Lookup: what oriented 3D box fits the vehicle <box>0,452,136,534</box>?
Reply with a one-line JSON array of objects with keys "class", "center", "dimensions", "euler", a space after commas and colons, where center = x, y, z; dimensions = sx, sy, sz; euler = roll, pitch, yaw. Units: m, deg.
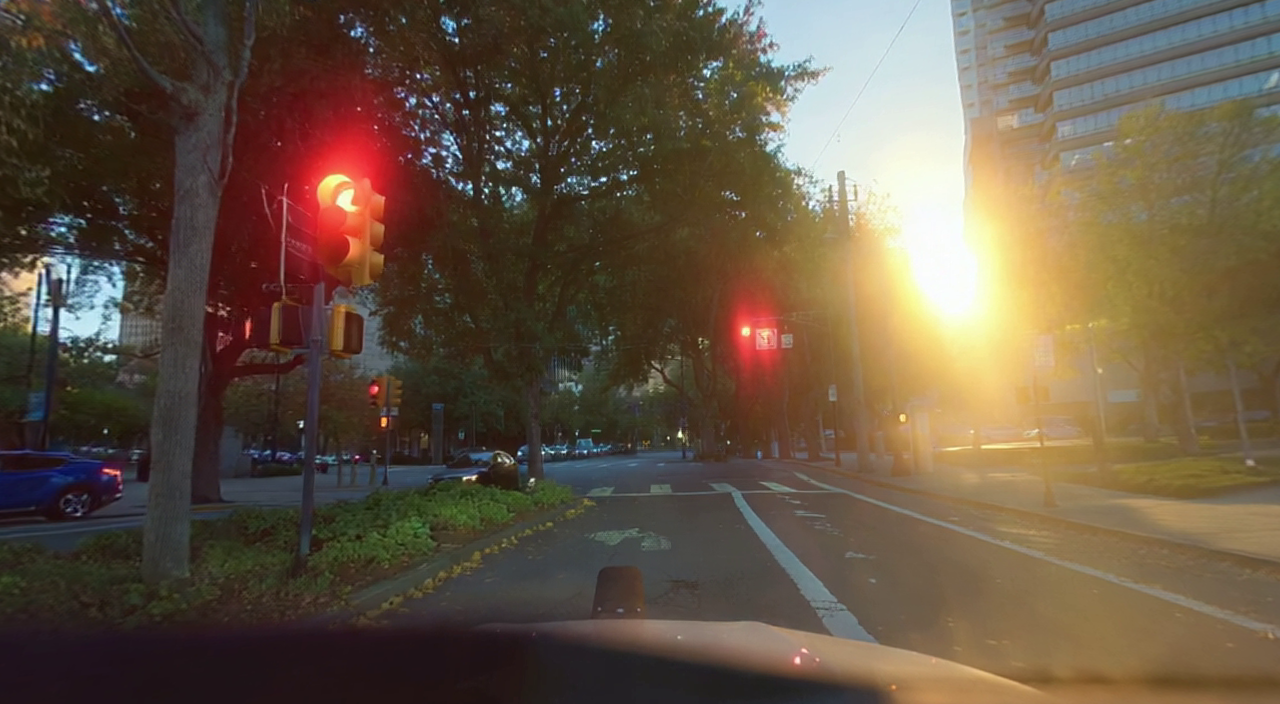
[{"class": "vehicle", "center": [-12.882, 2.719, 12.306], "dimensions": [4.598, 1.490, 1.816], "euler": [7, -11, -40]}]

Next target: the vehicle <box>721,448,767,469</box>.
[{"class": "vehicle", "center": [7.872, 8.119, 48.414], "dimensions": [1.829, 1.440, 4.384], "euler": [2, -9, -14]}]
